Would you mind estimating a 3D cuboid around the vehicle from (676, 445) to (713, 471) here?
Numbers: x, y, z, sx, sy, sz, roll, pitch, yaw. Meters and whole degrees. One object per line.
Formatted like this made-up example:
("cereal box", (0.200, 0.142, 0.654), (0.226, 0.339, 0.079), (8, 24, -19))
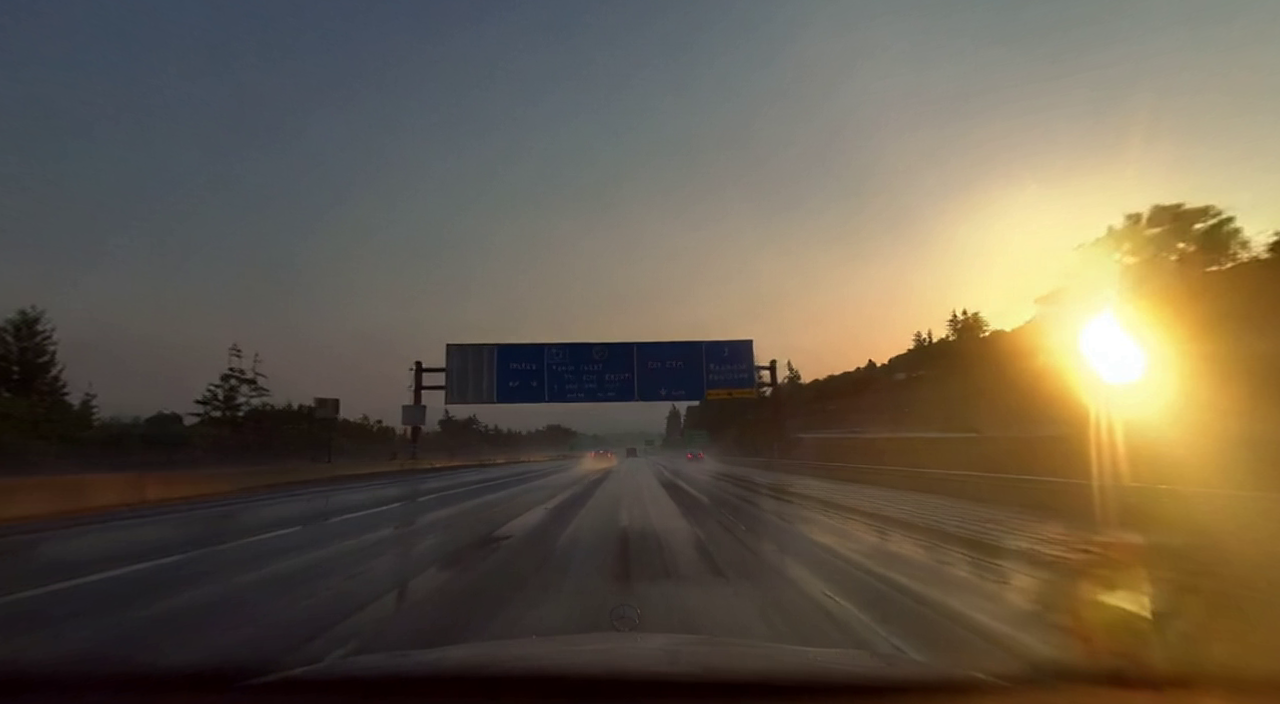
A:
("vehicle", (3.754, 7.411, 44.265), (2.133, 1.746, 4.511), (0, -9, -1))
